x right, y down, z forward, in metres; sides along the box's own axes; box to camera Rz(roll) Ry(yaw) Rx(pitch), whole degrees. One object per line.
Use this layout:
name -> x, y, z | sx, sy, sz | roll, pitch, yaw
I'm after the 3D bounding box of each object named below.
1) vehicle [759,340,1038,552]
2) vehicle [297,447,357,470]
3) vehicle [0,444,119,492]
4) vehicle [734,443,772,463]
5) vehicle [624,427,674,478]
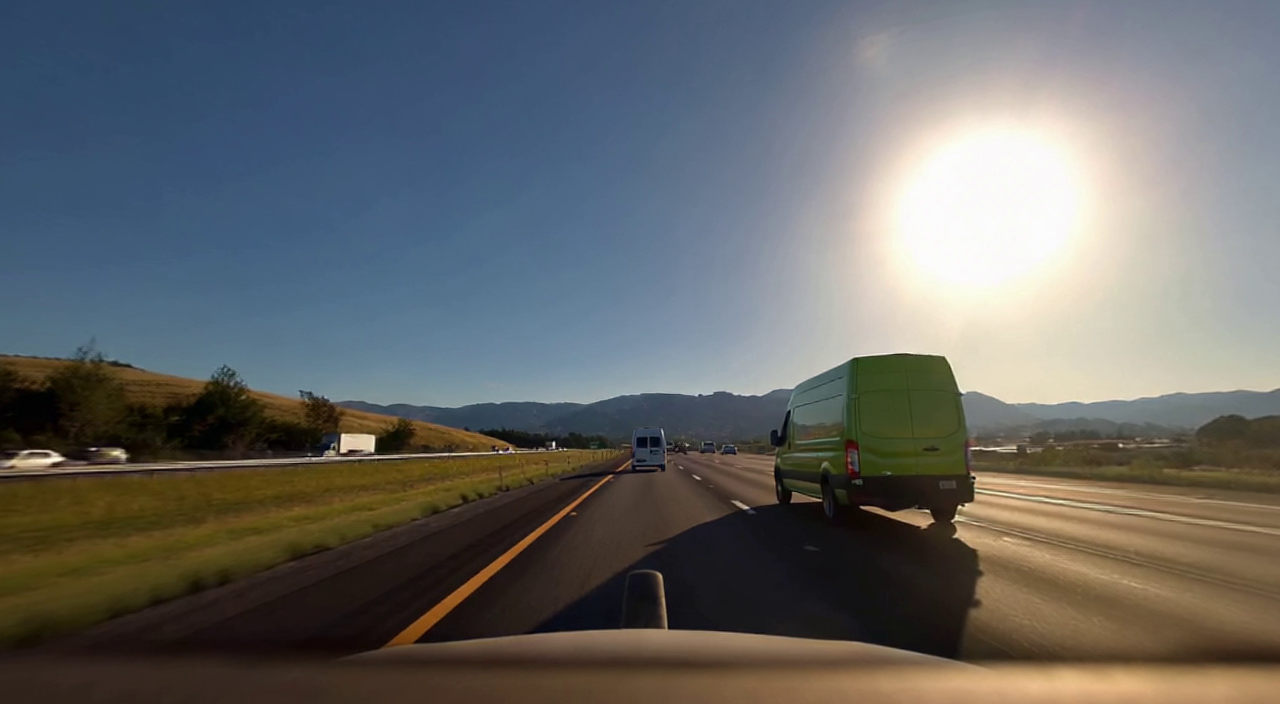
vehicle -> 3.833, 1.625, 11.124 | 2.302, 2.670, 6.176 | 0, -8, 0
vehicle -> -24.365, 8.281, 49.313 | 2.041, 1.704, 4.905 | 0, -8, 1
vehicle -> -24.341, 4.630, 25.636 | 2.029, 1.763, 4.915 | 0, -8, 2
vehicle -> 8.556, 7.689, 48.096 | 1.970, 1.452, 4.419 | 0, -8, -1
vehicle -> 0.382, 4.586, 28.883 | 2.131, 2.122, 4.473 | 0, -8, 0
